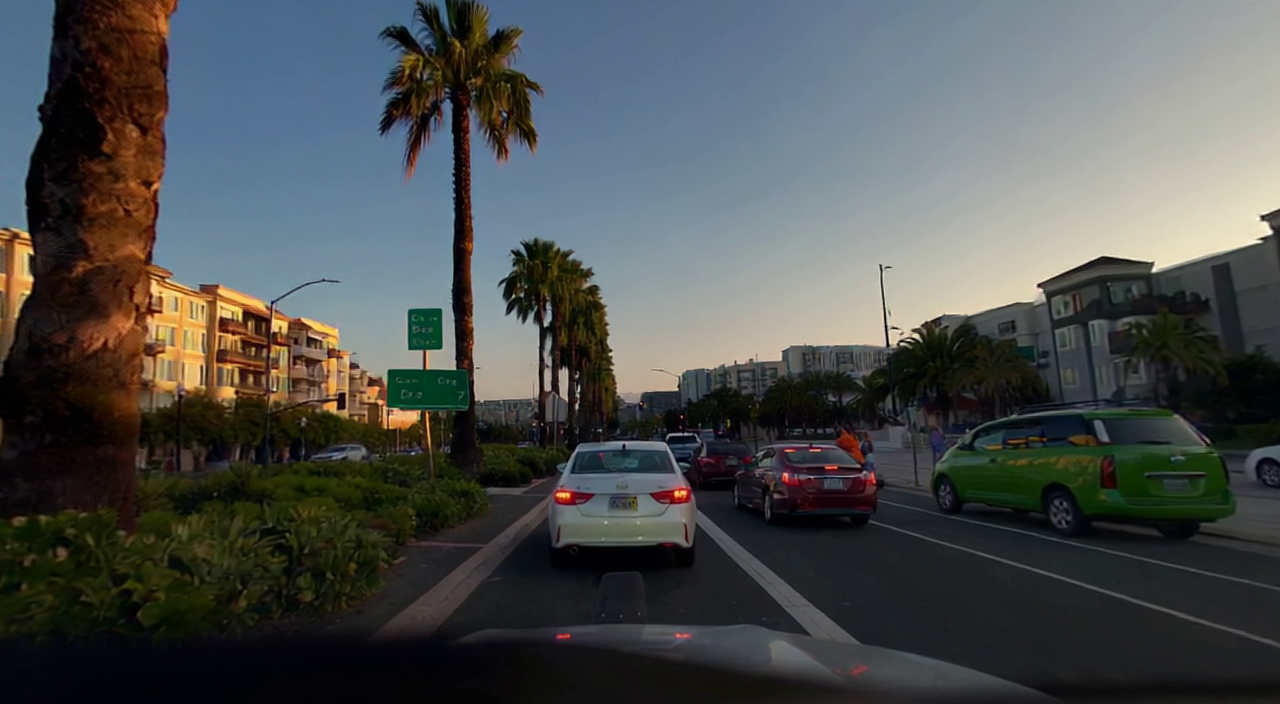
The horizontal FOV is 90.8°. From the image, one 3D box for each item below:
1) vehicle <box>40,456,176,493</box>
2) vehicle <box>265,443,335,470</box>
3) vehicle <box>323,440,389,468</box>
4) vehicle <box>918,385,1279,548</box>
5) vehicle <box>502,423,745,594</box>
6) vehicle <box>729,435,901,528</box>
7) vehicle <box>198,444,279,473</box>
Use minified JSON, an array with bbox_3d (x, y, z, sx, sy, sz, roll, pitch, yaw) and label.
[{"bbox_3d":[-23.685,5.440,28.442,1.972,1.425,4.765,0,-8,0],"label":"vehicle"},{"bbox_3d":[-23.964,7.358,44.780,2.055,1.759,5.200,0,-8,1],"label":"vehicle"},{"bbox_3d":[-20.692,7.434,46.301,2.306,1.880,5.537,0,-8,0],"label":"vehicle"},{"bbox_3d":[7.207,1.876,10.921,2.254,2.072,5.577,0,-8,0],"label":"vehicle"},{"bbox_3d":[-0.163,1.687,7.642,2.158,1.498,3.919,0,-8,0],"label":"vehicle"},{"bbox_3d":[3.088,2.377,12.252,1.925,1.451,4.436,0,-8,-2],"label":"vehicle"},{"bbox_3d":[-28.304,7.493,44.818,2.115,1.884,5.481,0,-8,0],"label":"vehicle"}]
